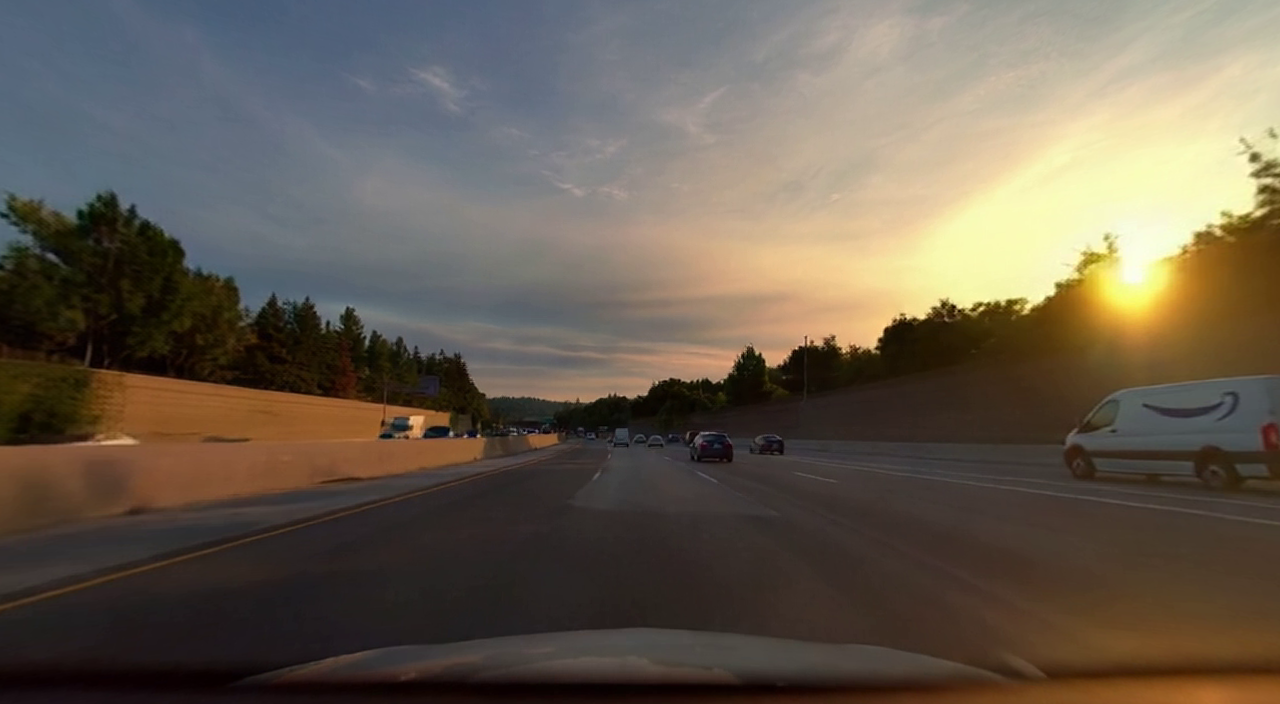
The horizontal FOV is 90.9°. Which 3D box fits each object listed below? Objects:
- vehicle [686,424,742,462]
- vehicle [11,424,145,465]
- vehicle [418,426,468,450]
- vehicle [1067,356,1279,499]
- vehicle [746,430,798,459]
[{"bbox_3d":[3.674,4.608,32.008,2.141,1.732,4.279,0,-8,-2],"label":"vehicle"},{"bbox_3d":[-25.186,4.171,28.527,1.921,1.671,4.538,0,-8,-1],"label":"vehicle"},{"bbox_3d":[-13.848,6.119,44.635,2.170,1.567,4.506,0,-8,-1],"label":"vehicle"},{"bbox_3d":[13.669,1.813,14.735,2.274,2.802,6.802,0,-8,-3],"label":"vehicle"},{"bbox_3d":[7.198,5.097,34.699,1.798,1.473,4.077,0,-8,-2],"label":"vehicle"}]
